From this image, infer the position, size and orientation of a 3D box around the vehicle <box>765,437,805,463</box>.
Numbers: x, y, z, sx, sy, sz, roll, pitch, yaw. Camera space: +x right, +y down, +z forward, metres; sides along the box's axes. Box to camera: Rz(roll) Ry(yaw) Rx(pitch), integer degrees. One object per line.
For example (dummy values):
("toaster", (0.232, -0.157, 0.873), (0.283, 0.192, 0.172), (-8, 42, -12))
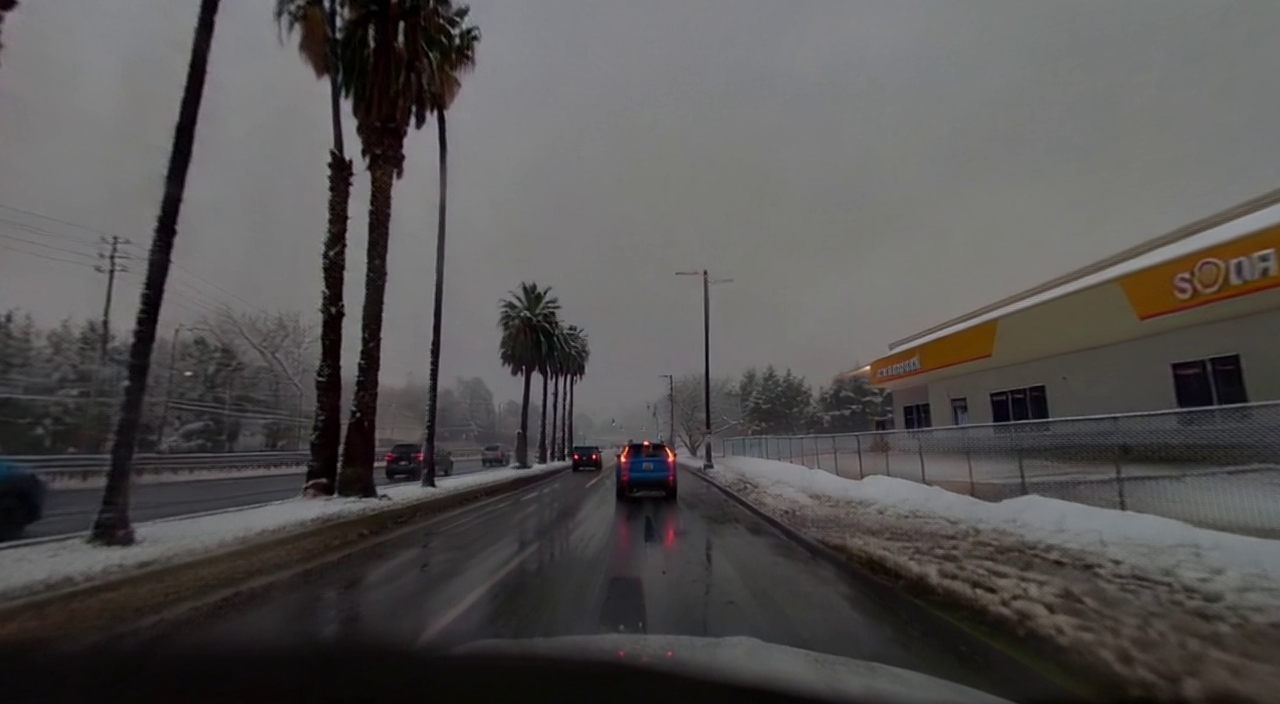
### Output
("vehicle", (8.620, 5.755, 37.039), (1.837, 1.416, 3.947), (-3, -9, 19))

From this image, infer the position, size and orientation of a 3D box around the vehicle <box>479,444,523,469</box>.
("vehicle", (-10.101, 7.613, 46.024), (1.998, 1.731, 4.952), (0, -9, 2))

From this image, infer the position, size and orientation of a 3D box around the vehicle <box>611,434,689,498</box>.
("vehicle", (0.323, 3.374, 18.968), (2.121, 1.710, 3.893), (0, -9, 2))

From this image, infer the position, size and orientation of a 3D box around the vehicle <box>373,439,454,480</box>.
("vehicle", (-10.221, 4.869, 28.726), (1.965, 1.743, 4.327), (0, -9, 2))
